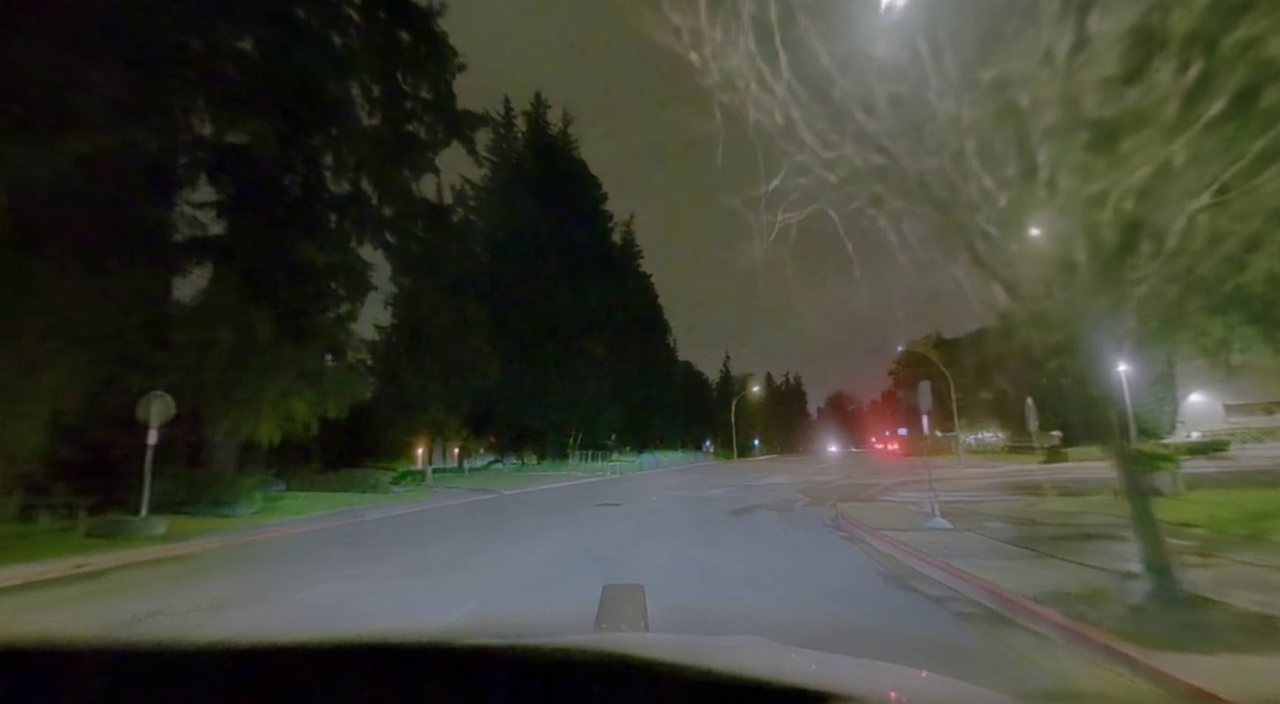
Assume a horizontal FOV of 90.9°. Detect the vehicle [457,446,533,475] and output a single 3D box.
[{"bbox_3d":[-8.517,6.409,37.403,4.252,1.681,1.854,1,-9,-9],"label":"vehicle"}]
